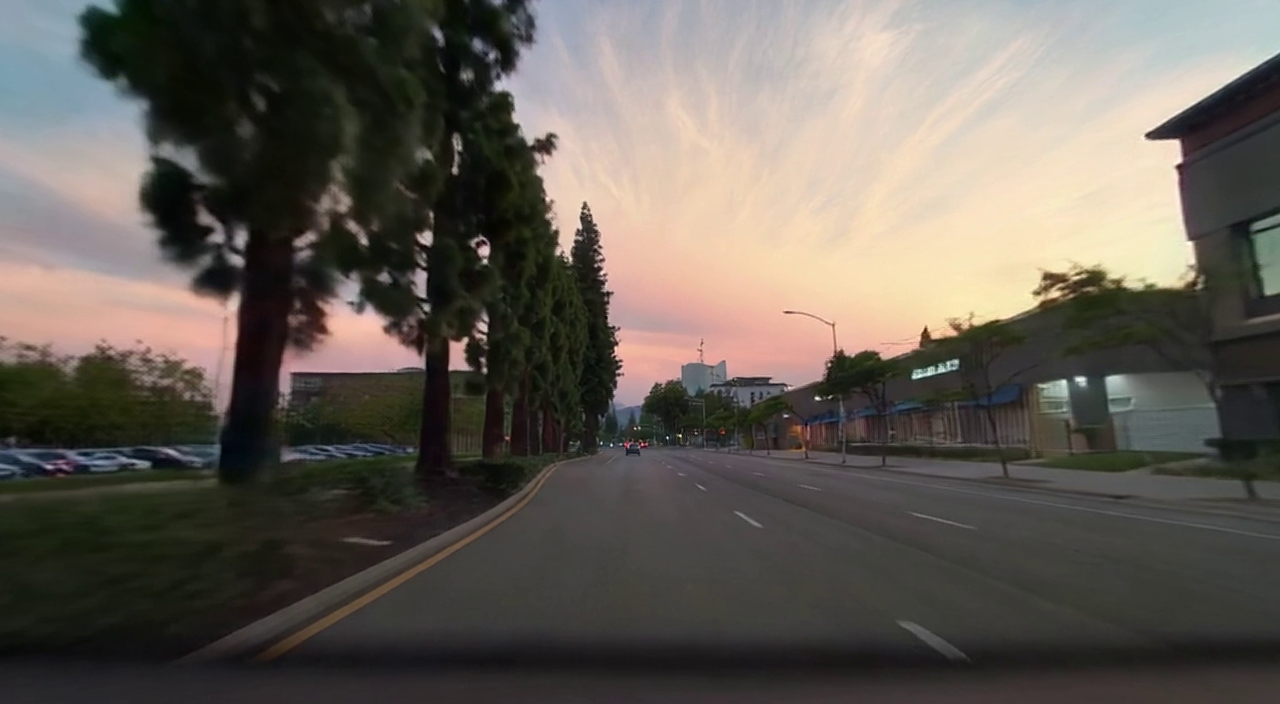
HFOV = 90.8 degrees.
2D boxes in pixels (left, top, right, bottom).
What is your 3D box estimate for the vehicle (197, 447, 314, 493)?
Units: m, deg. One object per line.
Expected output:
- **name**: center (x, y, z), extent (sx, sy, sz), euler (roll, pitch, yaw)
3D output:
- **vehicle**: center (-13.807, 4.224, 23.053), extent (1.959, 1.485, 4.687), euler (1, -9, -9)
